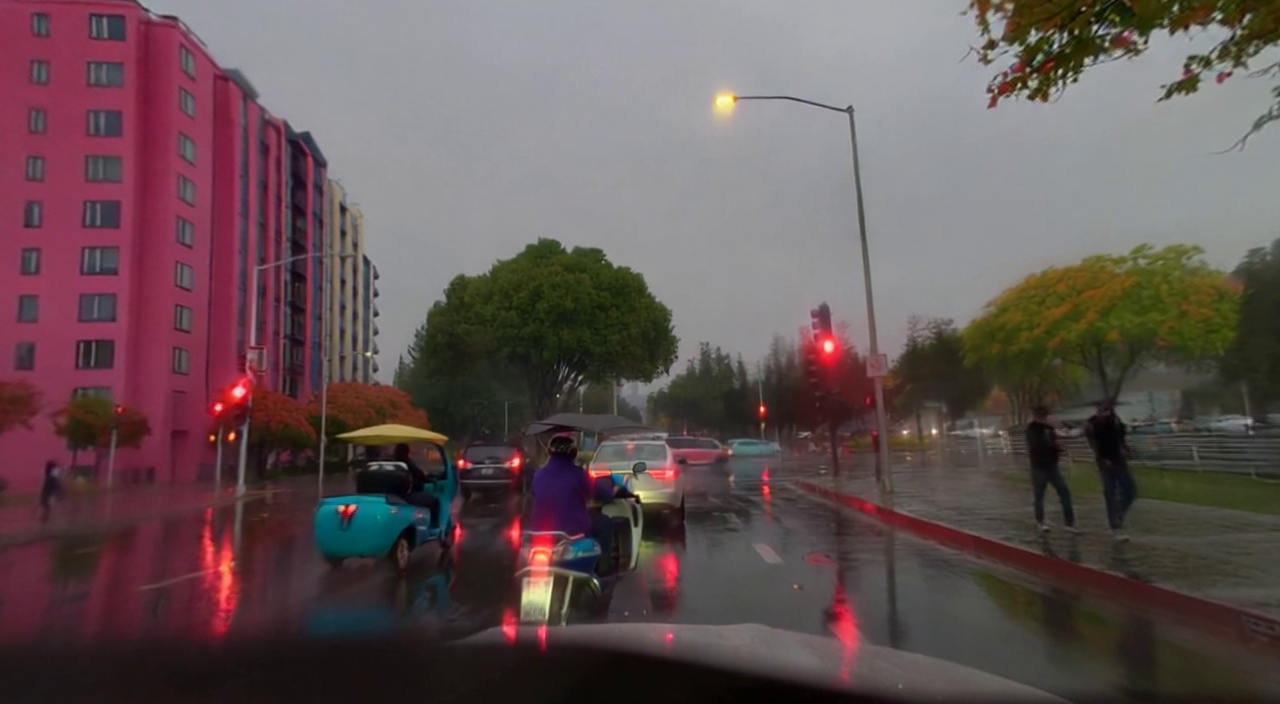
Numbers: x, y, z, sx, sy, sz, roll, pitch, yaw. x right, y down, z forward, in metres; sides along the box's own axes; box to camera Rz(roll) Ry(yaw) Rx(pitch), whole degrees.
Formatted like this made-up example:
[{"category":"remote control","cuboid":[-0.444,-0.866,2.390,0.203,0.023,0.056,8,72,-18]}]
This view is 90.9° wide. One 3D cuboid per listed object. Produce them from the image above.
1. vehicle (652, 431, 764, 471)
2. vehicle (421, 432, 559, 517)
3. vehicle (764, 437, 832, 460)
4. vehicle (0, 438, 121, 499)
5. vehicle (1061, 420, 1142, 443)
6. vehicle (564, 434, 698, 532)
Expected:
[{"category":"vehicle","cuboid":[3.351,4.864,30.870,5.226,1.840,2.016,-2,-9,13]},{"category":"vehicle","cuboid":[-3.162,2.677,14.224,1.935,1.615,4.073,-1,-9,3]},{"category":"vehicle","cuboid":[10.440,6.425,41.918,1.862,1.456,4.661,4,-9,-24]},{"category":"vehicle","cuboid":[-28.915,5.661,30.345,5.890,2.393,2.346,-5,-7,0]},{"category":"vehicle","cuboid":[30.806,5.337,42.135,1.751,1.420,4.027,8,-12,-43]},{"category":"vehicle","cuboid":[-0.102,2.297,11.617,2.025,1.458,4.085,-1,-9,1]}]
